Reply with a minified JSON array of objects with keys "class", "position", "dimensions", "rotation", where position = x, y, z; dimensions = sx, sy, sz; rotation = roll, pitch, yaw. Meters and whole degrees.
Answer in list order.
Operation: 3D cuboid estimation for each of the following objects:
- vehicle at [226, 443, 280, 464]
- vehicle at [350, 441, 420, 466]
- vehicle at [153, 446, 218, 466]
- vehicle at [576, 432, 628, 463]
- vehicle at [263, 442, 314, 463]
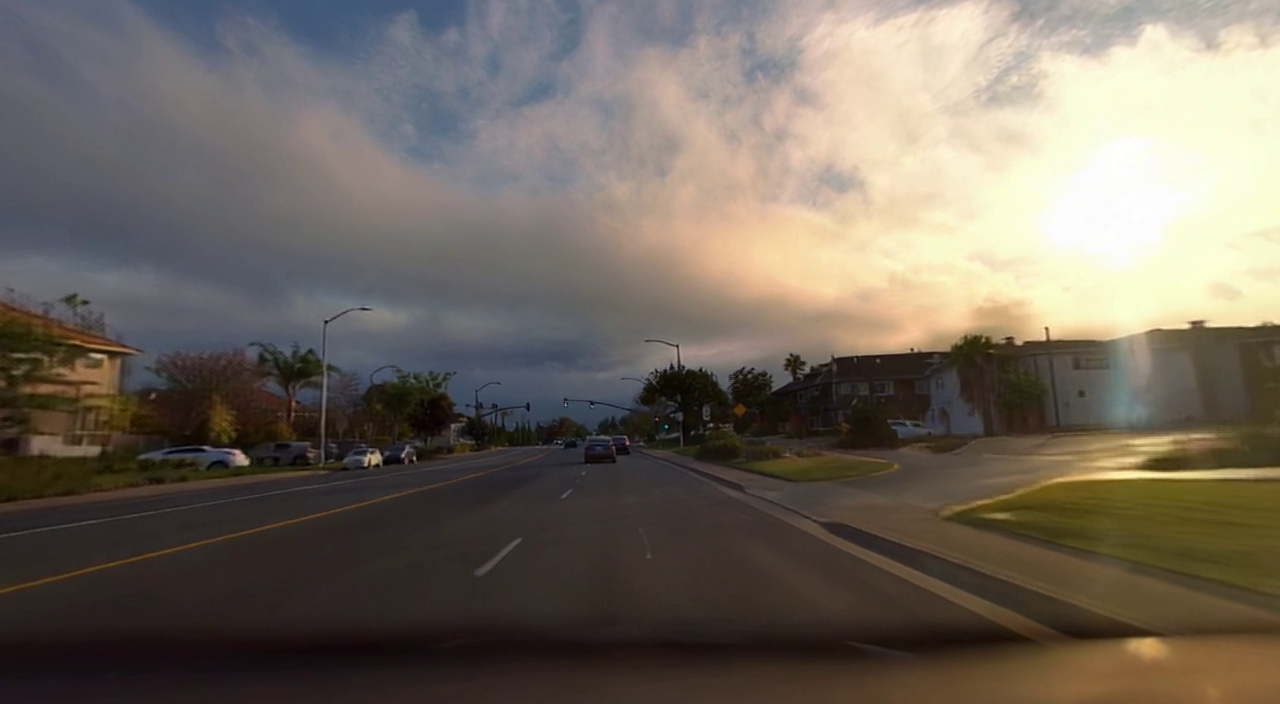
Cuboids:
[{"class":"vehicle","position":[-30.204,7.909,49.412],"dimensions":[1.812,1.585,3.938],"rotation":[0,-8,-3]},{"class":"vehicle","position":[-16.141,6.382,39.916],"dimensions":[4.784,1.487,1.903],"rotation":[-6,-10,37]},{"class":"vehicle","position":[-35.718,8.143,49.796],"dimensions":[1.940,1.474,4.384],"rotation":[0,-8,-2]},{"class":"vehicle","position":[-1.940,5.070,33.465],"dimensions":[2.060,1.526,3.859],"rotation":[-1,-8,7]},{"class":"vehicle","position":[-27.691,7.878,49.853],"dimensions":[1.816,1.586,3.958],"rotation":[0,-8,-2]}]
